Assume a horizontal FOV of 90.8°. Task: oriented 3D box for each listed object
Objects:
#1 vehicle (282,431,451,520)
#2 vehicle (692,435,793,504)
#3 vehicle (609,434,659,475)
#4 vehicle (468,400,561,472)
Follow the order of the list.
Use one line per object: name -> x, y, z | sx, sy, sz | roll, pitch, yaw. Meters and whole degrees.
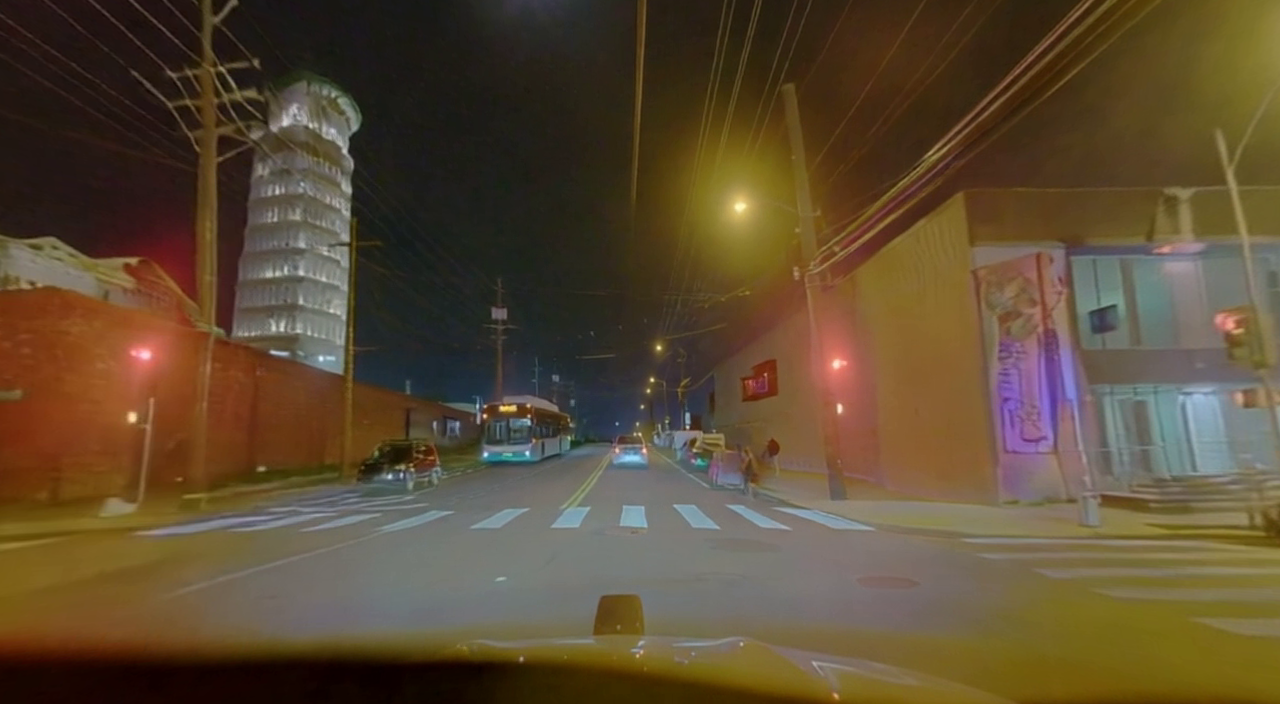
vehicle -> -7.181, 3.264, 17.465 | 2.127, 2.034, 5.559 | 0, -8, 0
vehicle -> 2.860, 3.478, 18.764 | 2.171, 1.751, 4.373 | 1, -10, -1
vehicle -> -0.312, 4.812, 29.760 | 2.190, 1.783, 4.048 | 0, -8, -2
vehicle -> -6.665, 4.876, 36.016 | 3.297, 3.342, 12.875 | 0, -8, -3
